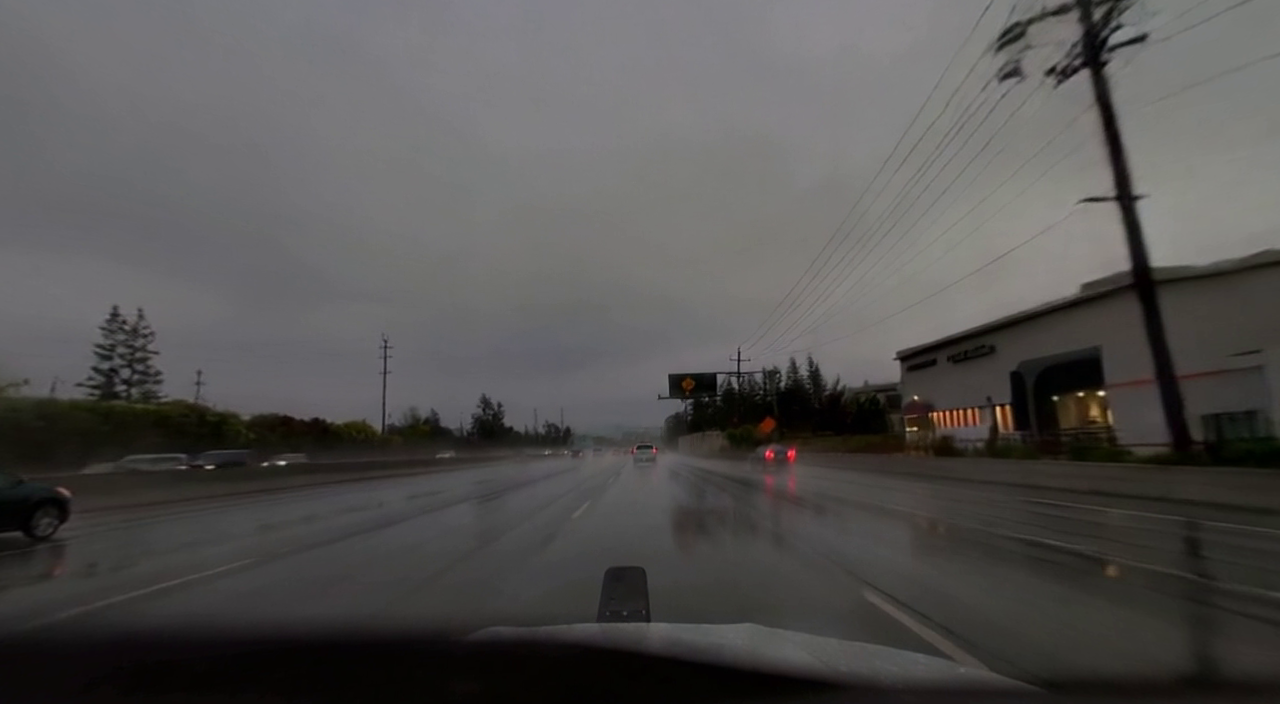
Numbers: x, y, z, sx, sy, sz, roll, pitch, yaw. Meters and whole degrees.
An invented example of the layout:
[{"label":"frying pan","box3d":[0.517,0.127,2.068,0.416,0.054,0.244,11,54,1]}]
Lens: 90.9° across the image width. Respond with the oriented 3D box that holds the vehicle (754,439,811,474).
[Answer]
[{"label":"vehicle","box3d":[7.456,5.540,33.479,1.937,1.698,4.322,0,-9,-1]}]
